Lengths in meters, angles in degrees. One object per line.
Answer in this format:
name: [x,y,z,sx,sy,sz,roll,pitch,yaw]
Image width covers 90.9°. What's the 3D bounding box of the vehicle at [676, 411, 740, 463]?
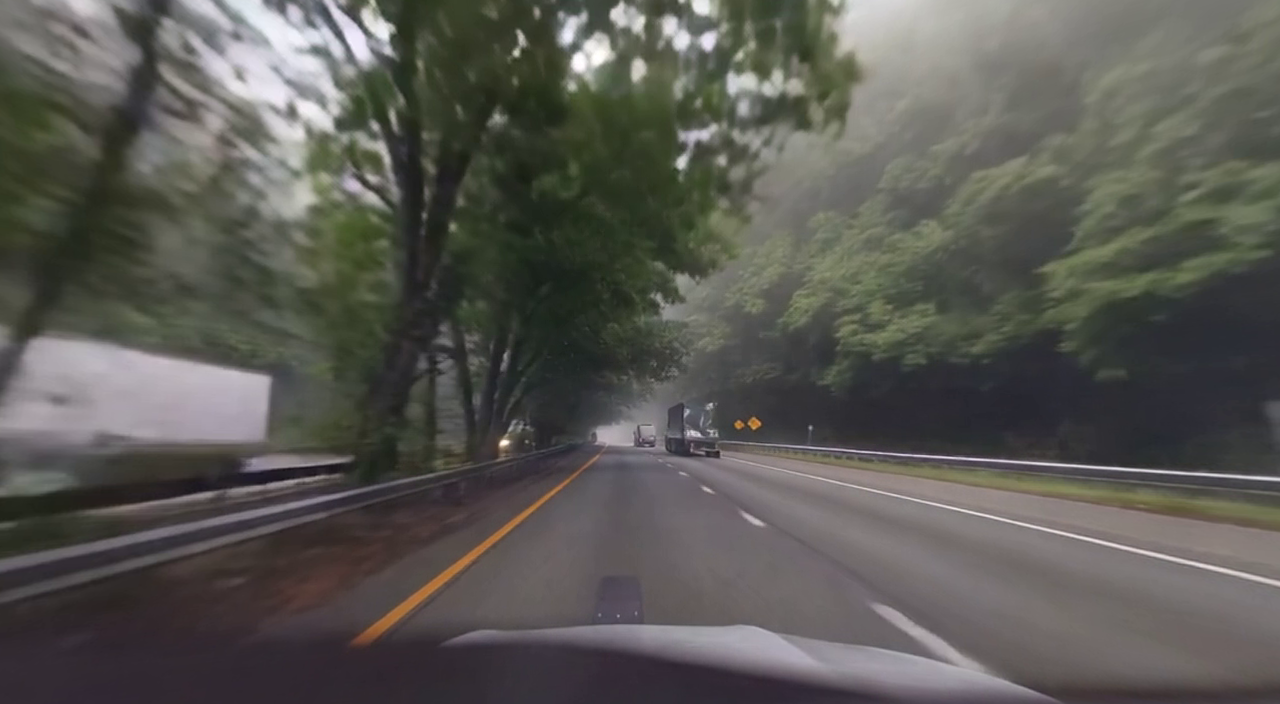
vehicle: [3.761,4.892,36.494,2.741,2.716,6.323,0,-8,-2]
